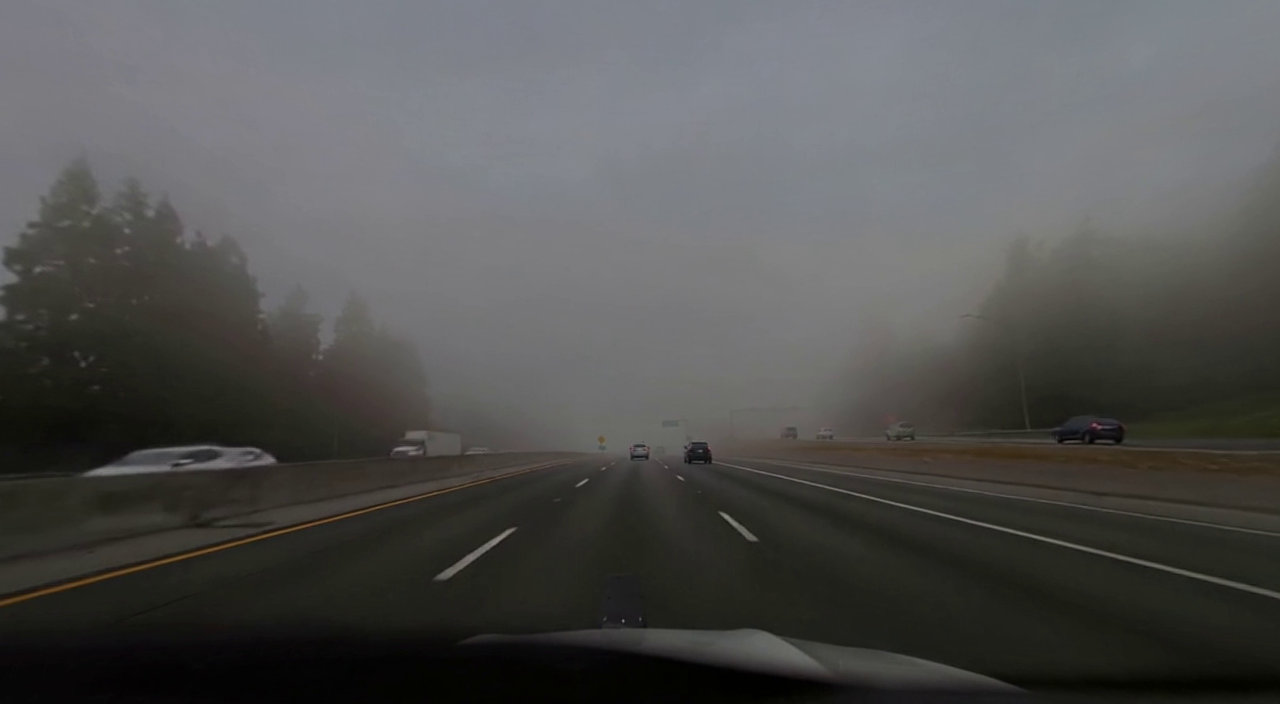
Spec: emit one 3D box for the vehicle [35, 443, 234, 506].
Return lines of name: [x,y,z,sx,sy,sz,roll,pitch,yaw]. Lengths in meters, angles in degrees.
vehicle: [-15.165,3.652,19.415,2.047,1.671,4.892,0,-8,0]

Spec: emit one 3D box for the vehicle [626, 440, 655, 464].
vehicle: [0.069,7.643,48.402,2.105,1.711,4.293,0,-8,1]

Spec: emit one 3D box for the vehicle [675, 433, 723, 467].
vehicle: [3.778,6.445,41.590,2.505,2.020,5.532,0,-8,-1]

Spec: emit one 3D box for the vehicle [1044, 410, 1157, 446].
vehicle: [20.596,3.492,28.480,1.872,1.459,4.502,-1,-8,3]
